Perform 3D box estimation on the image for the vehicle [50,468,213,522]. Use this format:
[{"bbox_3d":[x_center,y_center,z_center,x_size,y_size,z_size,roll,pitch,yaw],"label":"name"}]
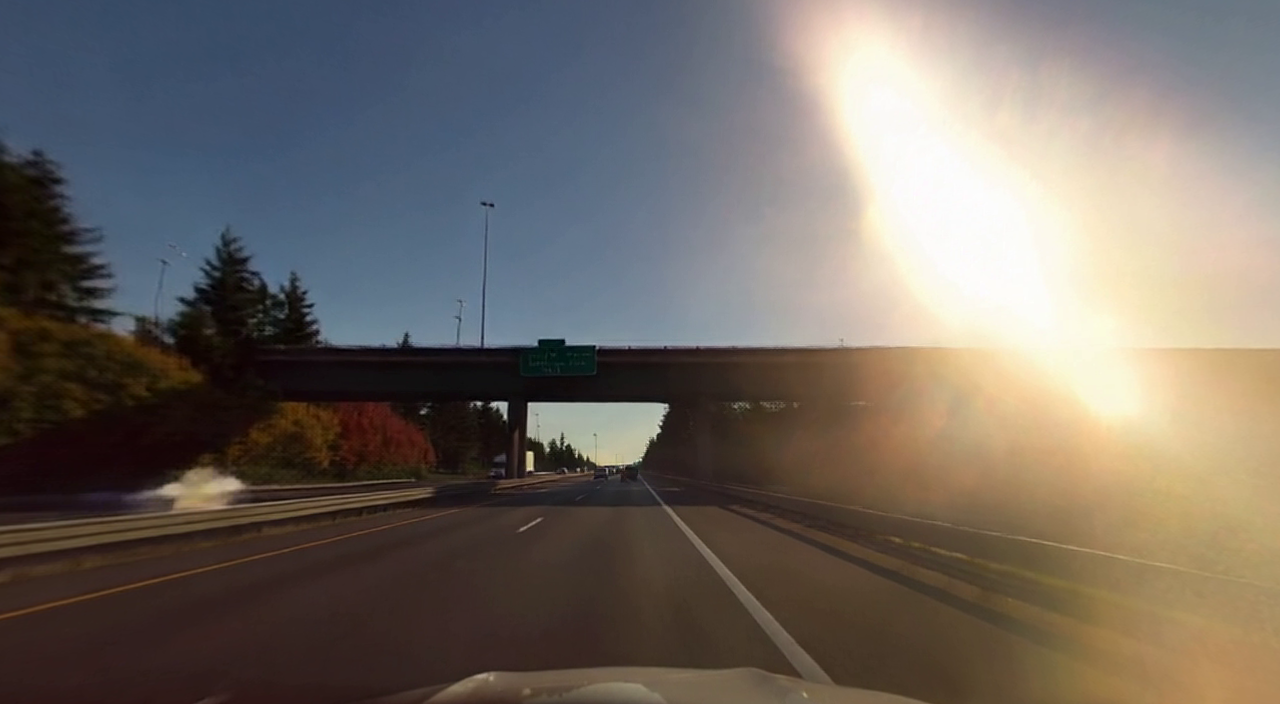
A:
[{"bbox_3d":[-15.562,4.372,19.585,1.833,1.469,3.648,0,-11,3],"label":"vehicle"}]
